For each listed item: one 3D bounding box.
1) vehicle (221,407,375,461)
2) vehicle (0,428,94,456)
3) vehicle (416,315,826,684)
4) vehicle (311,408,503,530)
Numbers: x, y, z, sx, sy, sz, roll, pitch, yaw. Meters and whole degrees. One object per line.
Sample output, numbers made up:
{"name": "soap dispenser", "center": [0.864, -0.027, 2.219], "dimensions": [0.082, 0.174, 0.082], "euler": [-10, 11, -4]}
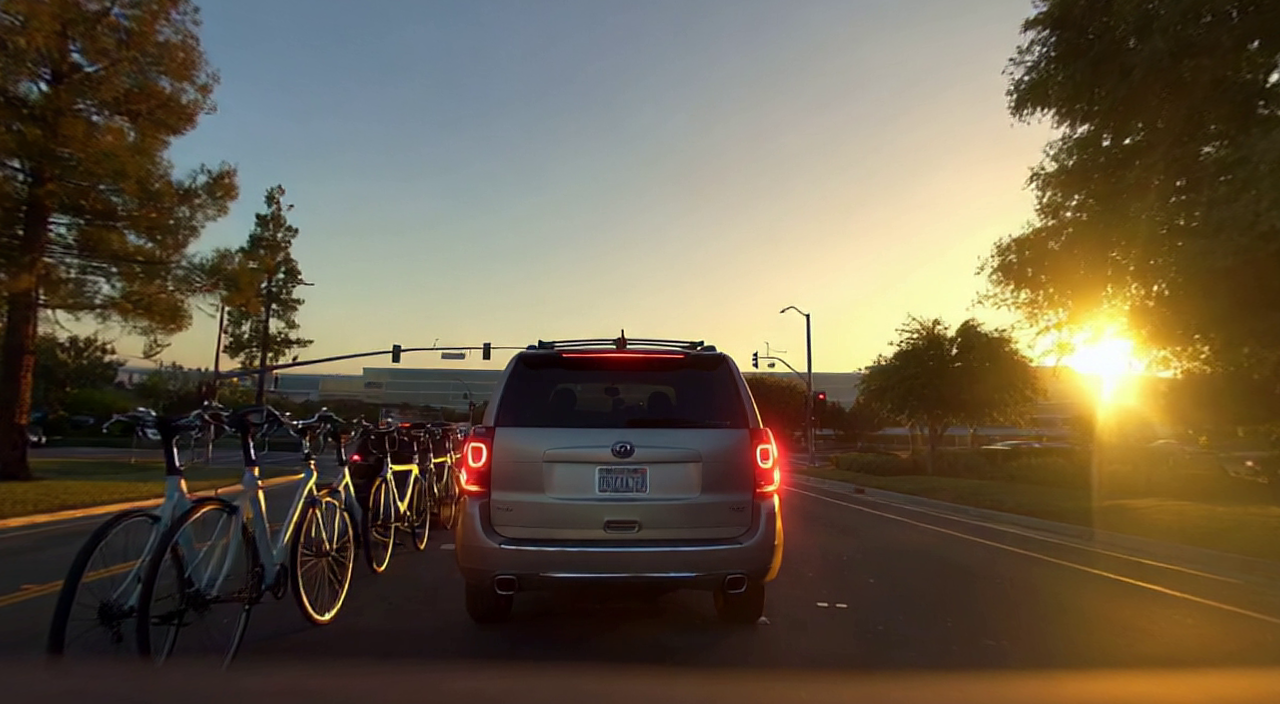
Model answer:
{"name": "vehicle", "center": [-22.060, 5.375, 41.204], "dimensions": [8.040, 3.335, 3.070], "euler": [1, -9, -7]}
{"name": "vehicle", "center": [-35.752, 5.421, 38.030], "dimensions": [3.926, 1.536, 1.731], "euler": [0, -8, -9]}
{"name": "vehicle", "center": [-0.249, 1.158, 6.005], "dimensions": [2.333, 2.087, 4.586], "euler": [1, -8, -4]}
{"name": "vehicle", "center": [-4.207, 2.224, 12.598], "dimensions": [2.337, 1.858, 5.409], "euler": [1, -9, -7]}
